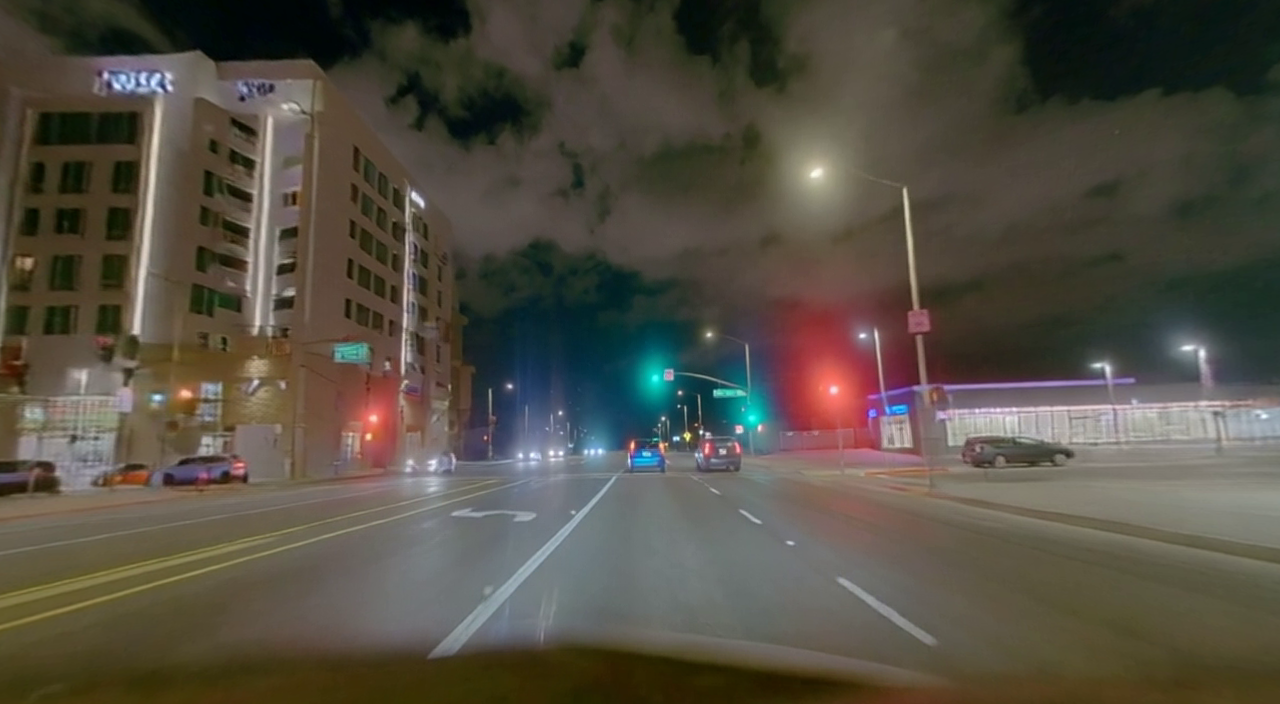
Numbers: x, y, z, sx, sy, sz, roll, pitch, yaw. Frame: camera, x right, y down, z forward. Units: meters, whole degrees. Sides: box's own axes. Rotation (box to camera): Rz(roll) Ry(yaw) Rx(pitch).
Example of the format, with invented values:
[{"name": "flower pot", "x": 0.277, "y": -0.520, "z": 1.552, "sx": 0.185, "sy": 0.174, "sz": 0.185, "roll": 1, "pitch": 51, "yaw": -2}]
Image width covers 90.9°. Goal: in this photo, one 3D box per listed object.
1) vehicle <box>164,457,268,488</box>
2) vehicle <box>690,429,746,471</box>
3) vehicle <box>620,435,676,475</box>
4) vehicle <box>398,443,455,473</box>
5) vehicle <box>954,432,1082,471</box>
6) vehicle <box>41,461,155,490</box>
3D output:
[{"name": "vehicle", "x": -23.812, "y": 6.769, "z": 35.503, "sx": 4.404, "sy": 1.618, "sz": 1.968, "roll": 0, "pitch": -9, "yaw": 1}, {"name": "vehicle", "x": 3.853, "y": 4.994, "z": 32.192, "sx": 2.159, "sy": 1.938, "sz": 4.836, "roll": 0, "pitch": -8, "yaw": -1}, {"name": "vehicle", "x": 0.299, "y": 4.472, "z": 27.446, "sx": 2.245, "sy": 1.587, "sz": 4.094, "roll": 0, "pitch": -8, "yaw": -1}, {"name": "vehicle", "x": -13.764, "y": 6.826, "z": 40.877, "sx": 2.082, "sy": 1.772, "sz": 4.447, "roll": 0, "pitch": -8, "yaw": 1}, {"name": "vehicle", "x": 17.238, "y": 4.572, "z": 28.925, "sx": 4.556, "sy": 1.693, "sz": 2.030, "roll": 0, "pitch": -8, "yaw": -1}, {"name": "vehicle", "x": -30.294, "y": 6.917, "z": 35.311, "sx": 4.452, "sy": 1.517, "sz": 2.095, "roll": 0, "pitch": -9, "yaw": 1}]
